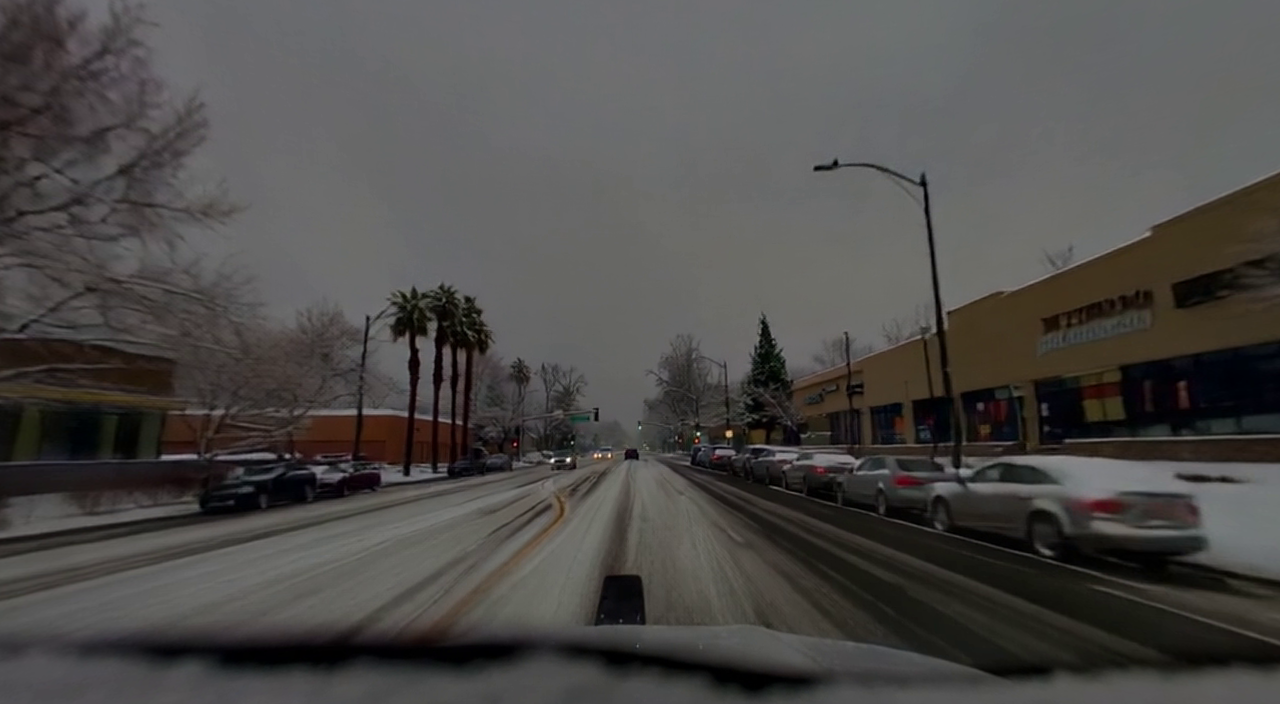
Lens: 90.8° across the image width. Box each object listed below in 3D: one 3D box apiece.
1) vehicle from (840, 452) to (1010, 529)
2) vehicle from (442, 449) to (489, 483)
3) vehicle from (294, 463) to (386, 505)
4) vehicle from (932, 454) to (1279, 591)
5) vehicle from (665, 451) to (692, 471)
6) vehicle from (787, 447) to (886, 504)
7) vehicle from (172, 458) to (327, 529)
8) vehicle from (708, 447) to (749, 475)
[{"bbox_3d":[6.583,3.205,15.256,1.831,1.504,4.498,0,-9,-2],"label":"vehicle"},{"bbox_3d":[-12.638,8.399,46.065,2.217,1.976,4.738,-1,-15,-2],"label":"vehicle"},{"bbox_3d":[-12.716,5.571,27.111,1.838,1.515,4.432,0,-9,-1],"label":"vehicle"},{"bbox_3d":[6.528,2.336,9.652,1.840,1.503,4.760,0,-9,0],"label":"vehicle"},{"bbox_3d":[2.954,8.449,49.200,1.896,1.501,3.625,0,-9,0],"label":"vehicle"},{"bbox_3d":[6.485,4.069,21.368,1.861,1.695,4.283,0,-9,-1],"label":"vehicle"},{"bbox_3d":[-12.740,4.588,21.108,1.975,1.570,5.265,-8,-7,-3],"label":"vehicle"},{"bbox_3d":[6.420,7.930,46.385,2.128,1.887,5.602,0,-9,0],"label":"vehicle"}]
